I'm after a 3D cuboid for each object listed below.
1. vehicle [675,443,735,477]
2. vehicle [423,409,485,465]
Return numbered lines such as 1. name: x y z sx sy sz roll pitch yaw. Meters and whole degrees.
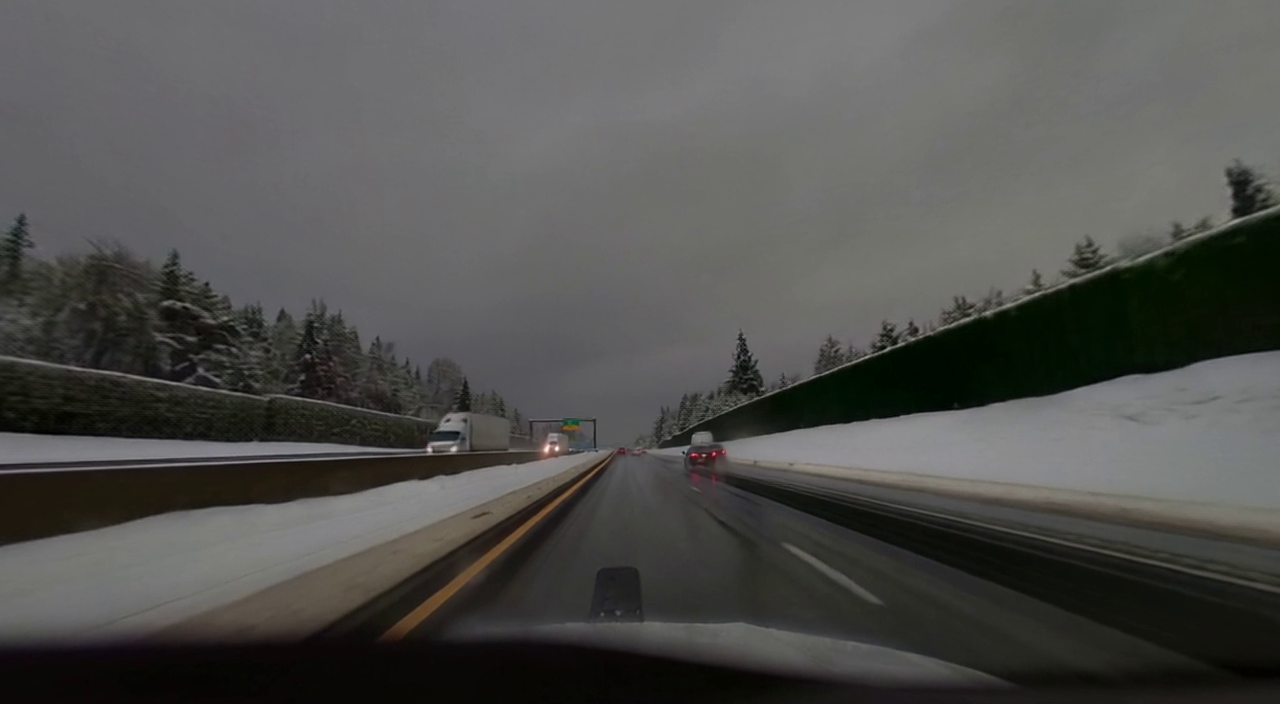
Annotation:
1. vehicle: 3.074 5.277 30.822 2.244 1.498 4.338 0 -9 -3
2. vehicle: -14.191 6.599 48.289 3.118 3.986 5.803 0 -9 -2
